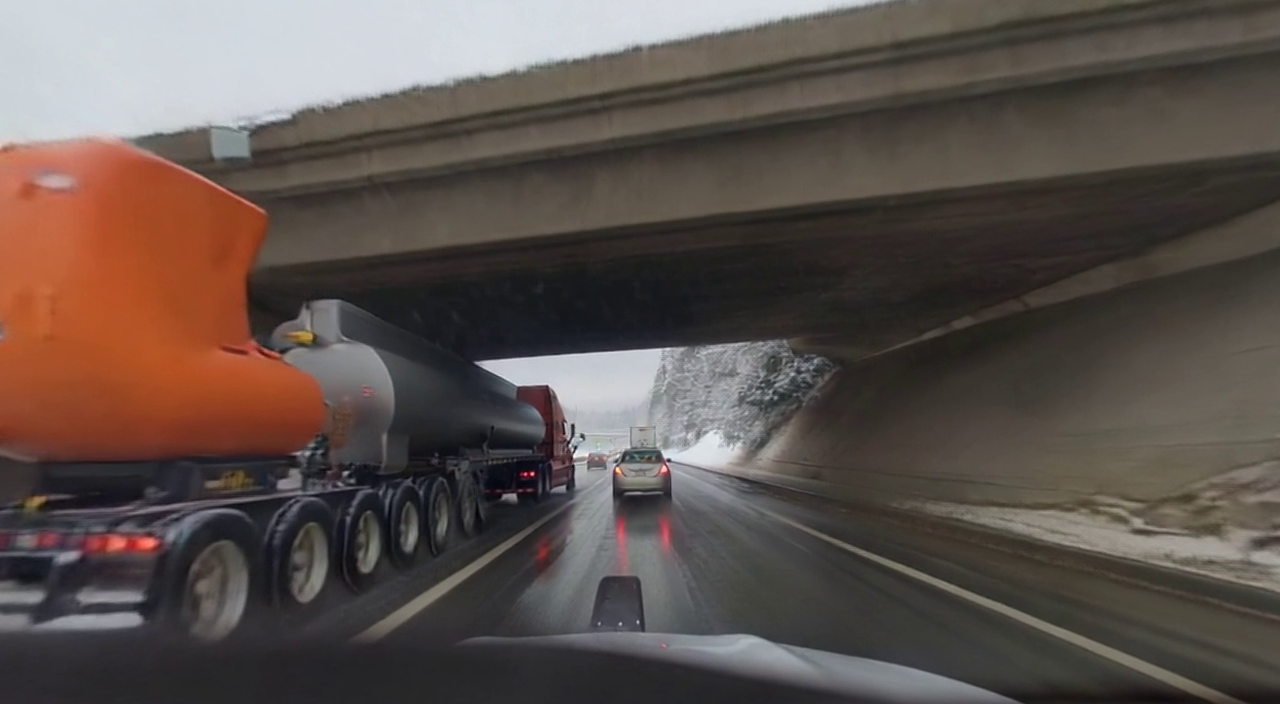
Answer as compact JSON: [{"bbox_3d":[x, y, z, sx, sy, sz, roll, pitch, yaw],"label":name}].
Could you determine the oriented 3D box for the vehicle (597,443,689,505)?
[{"bbox_3d":[0.064,3.287,17.476,2.215,1.481,4.246,0,-9,0],"label":"vehicle"}]

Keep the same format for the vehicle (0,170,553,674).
[{"bbox_3d":[-4.035,1.476,11.738,2.896,3.563,14.643,0,-8,0],"label":"vehicle"}]
